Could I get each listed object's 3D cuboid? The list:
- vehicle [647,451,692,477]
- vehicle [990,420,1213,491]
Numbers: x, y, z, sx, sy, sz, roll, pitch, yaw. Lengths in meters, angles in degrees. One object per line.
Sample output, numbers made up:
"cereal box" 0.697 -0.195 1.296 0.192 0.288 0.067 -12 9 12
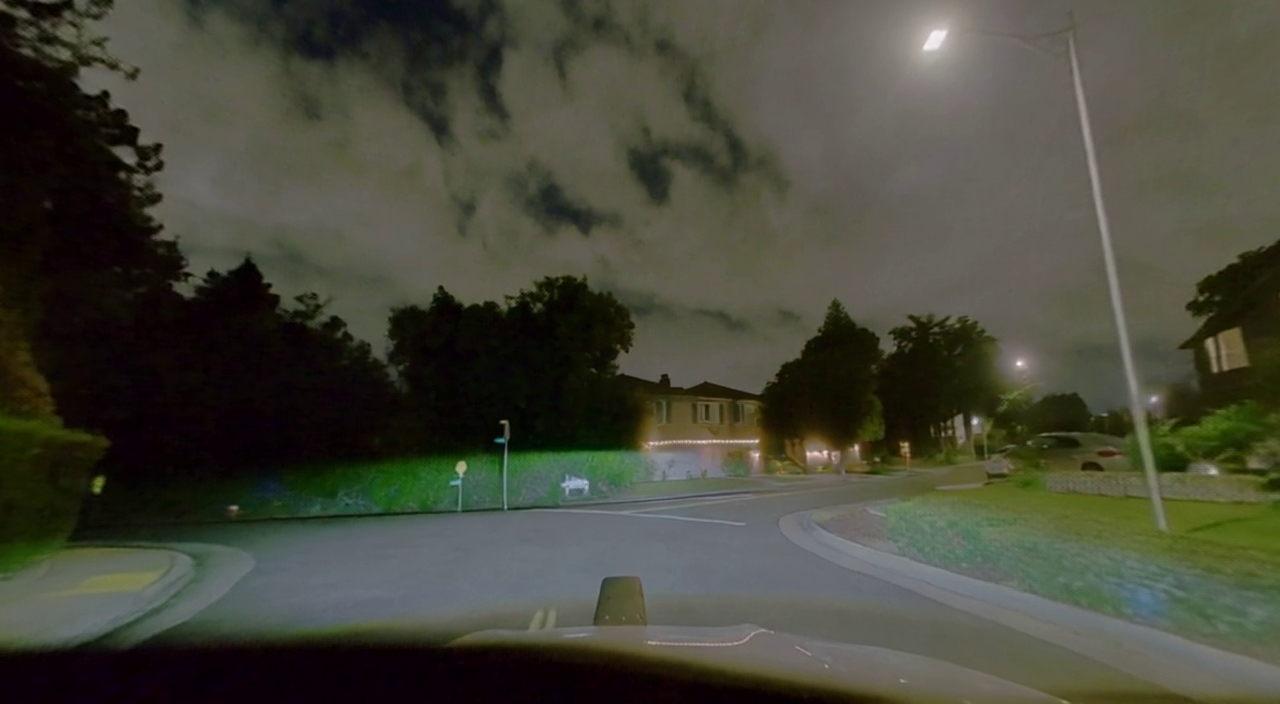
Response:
"vehicle" 1.837 7.226 40.683 1.802 1.548 3.501 3 -11 -17
"vehicle" 13.091 2.991 18.376 2.023 1.756 4.799 3 -9 -20
